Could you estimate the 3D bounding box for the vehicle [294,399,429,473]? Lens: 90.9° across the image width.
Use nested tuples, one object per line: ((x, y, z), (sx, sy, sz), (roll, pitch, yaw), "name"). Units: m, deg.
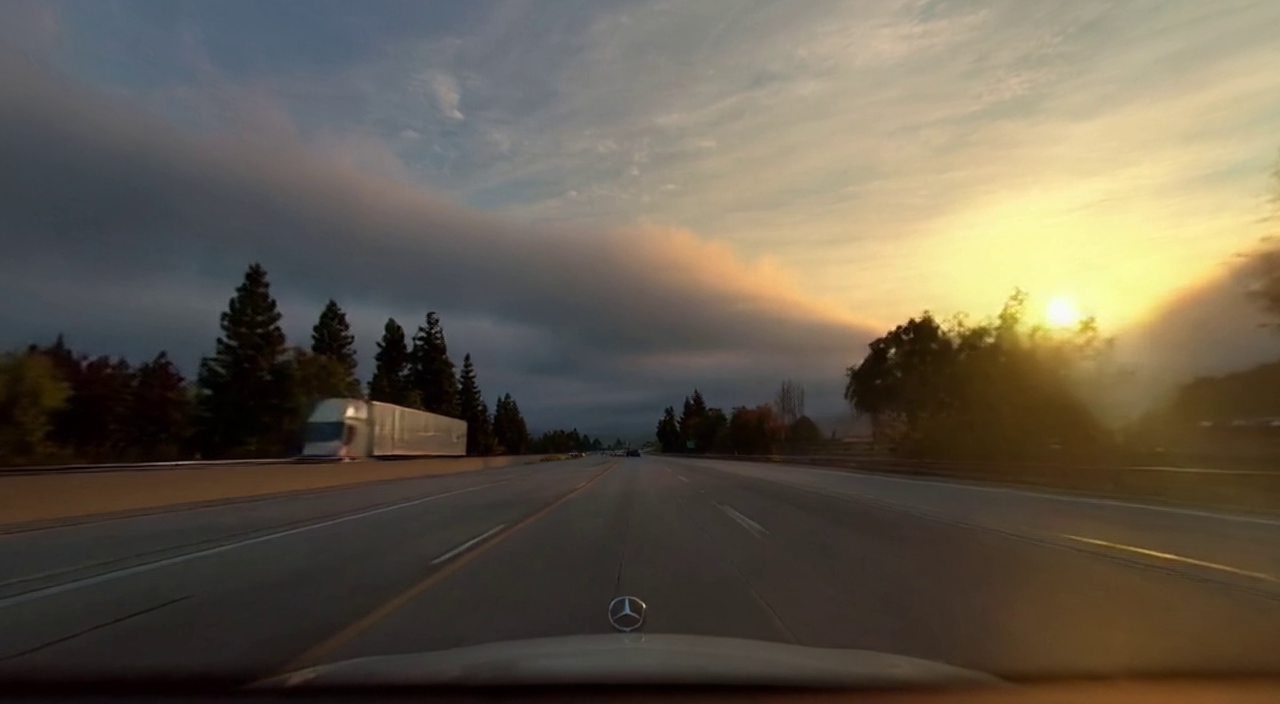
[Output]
((-15.975, 5.106, 37.463), (3.043, 3.740, 10.678), (0, -9, 0), "vehicle")
